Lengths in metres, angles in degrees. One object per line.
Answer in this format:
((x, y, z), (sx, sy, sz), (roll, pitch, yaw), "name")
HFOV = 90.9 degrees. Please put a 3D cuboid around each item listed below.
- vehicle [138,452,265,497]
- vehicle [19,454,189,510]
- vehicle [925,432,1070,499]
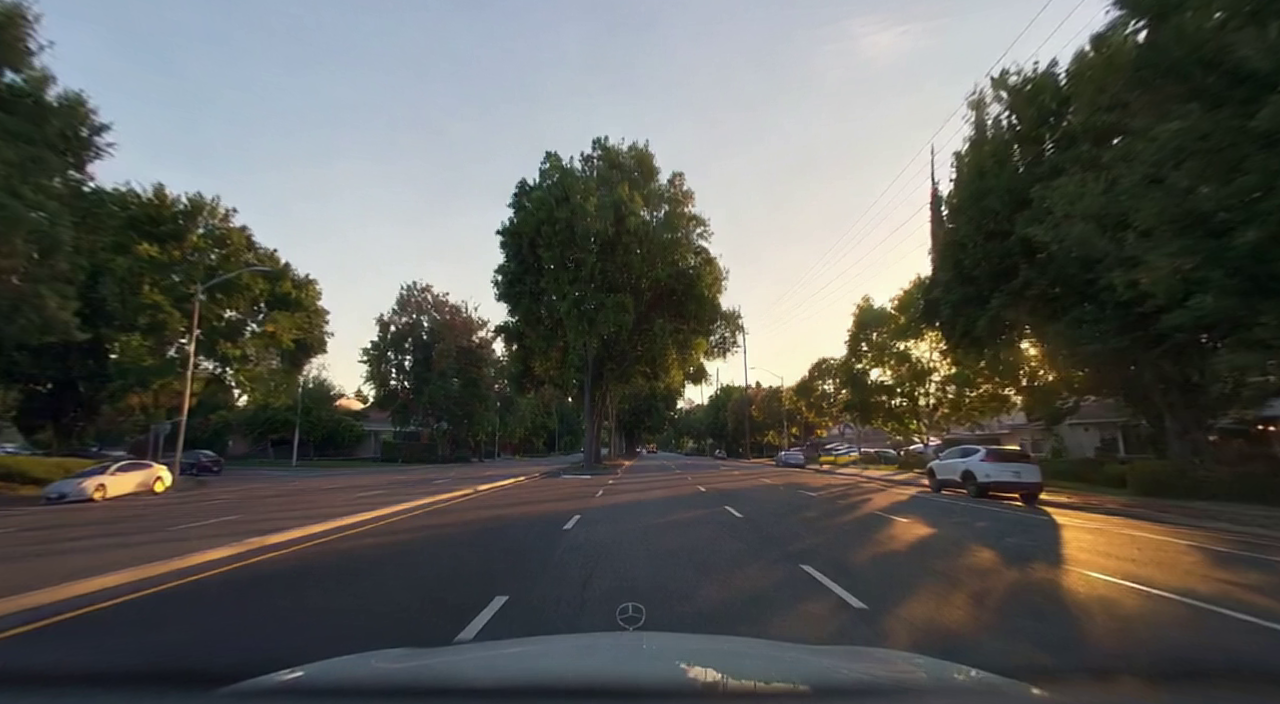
((-18.824, 5.236, 27.367), (2.006, 1.615, 4.647), (2, -8, 2), "vehicle")
((-18.766, 4.518, 22.431), (1.873, 1.680, 4.641), (0, -8, 1), "vehicle")
((11.853, 3.783, 21.356), (2.568, 2.038, 4.088), (-1, -8, 2), "vehicle")
